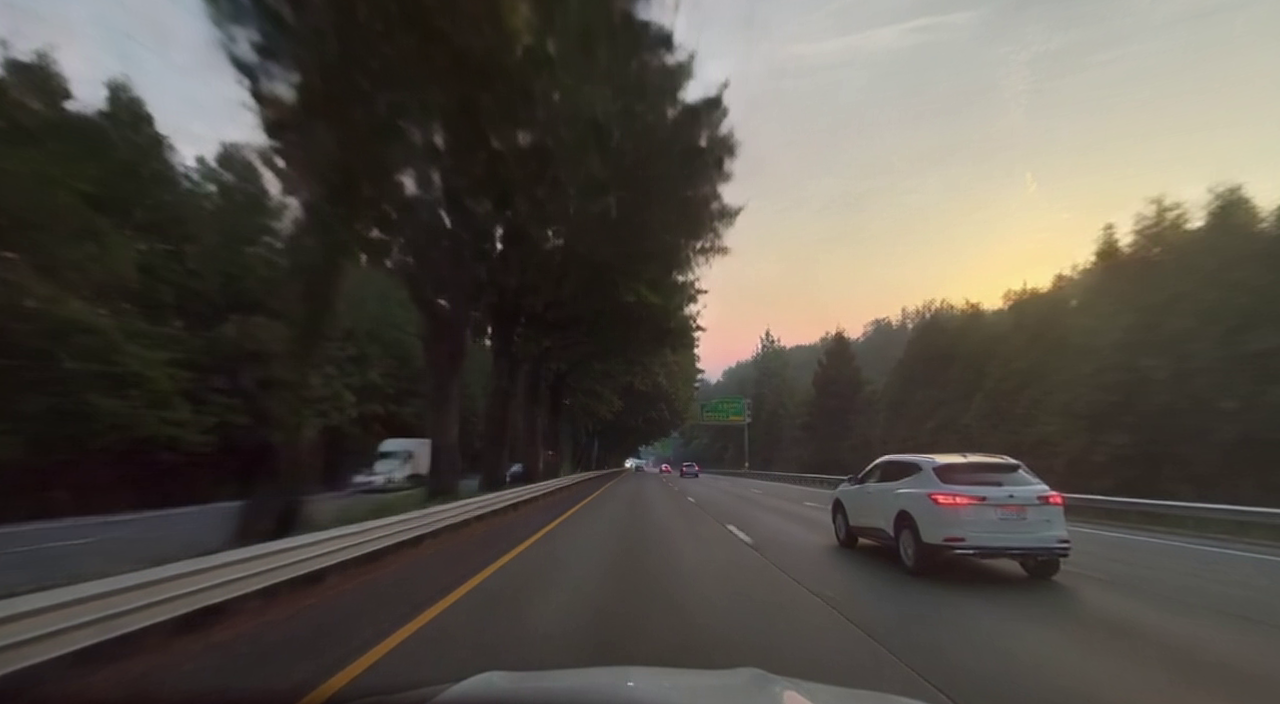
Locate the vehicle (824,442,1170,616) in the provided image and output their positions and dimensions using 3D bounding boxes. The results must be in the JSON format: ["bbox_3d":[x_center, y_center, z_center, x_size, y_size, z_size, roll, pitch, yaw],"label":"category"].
[{"bbox_3d":[3.743,1.926,7.606,1.825,1.494,3.959,1,-10,0],"label":"vehicle"}]

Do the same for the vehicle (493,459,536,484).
[{"bbox_3d":[-8.755,8.373,44.245,1.958,1.576,4.727,1,-10,1],"label":"vehicle"}]

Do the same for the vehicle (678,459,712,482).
[{"bbox_3d":[3.997,8.737,46.544,2.156,1.569,3.821,1,-10,0],"label":"vehicle"}]

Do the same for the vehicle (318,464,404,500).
[{"bbox_3d":[-12.833,5.986,29.307,1.884,1.483,4.483,1,-10,0],"label":"vehicle"}]

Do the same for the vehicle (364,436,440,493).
[{"bbox_3d":[-12.863,6.140,34.421,2.258,2.849,4.096,0,-10,3],"label":"vehicle"}]
